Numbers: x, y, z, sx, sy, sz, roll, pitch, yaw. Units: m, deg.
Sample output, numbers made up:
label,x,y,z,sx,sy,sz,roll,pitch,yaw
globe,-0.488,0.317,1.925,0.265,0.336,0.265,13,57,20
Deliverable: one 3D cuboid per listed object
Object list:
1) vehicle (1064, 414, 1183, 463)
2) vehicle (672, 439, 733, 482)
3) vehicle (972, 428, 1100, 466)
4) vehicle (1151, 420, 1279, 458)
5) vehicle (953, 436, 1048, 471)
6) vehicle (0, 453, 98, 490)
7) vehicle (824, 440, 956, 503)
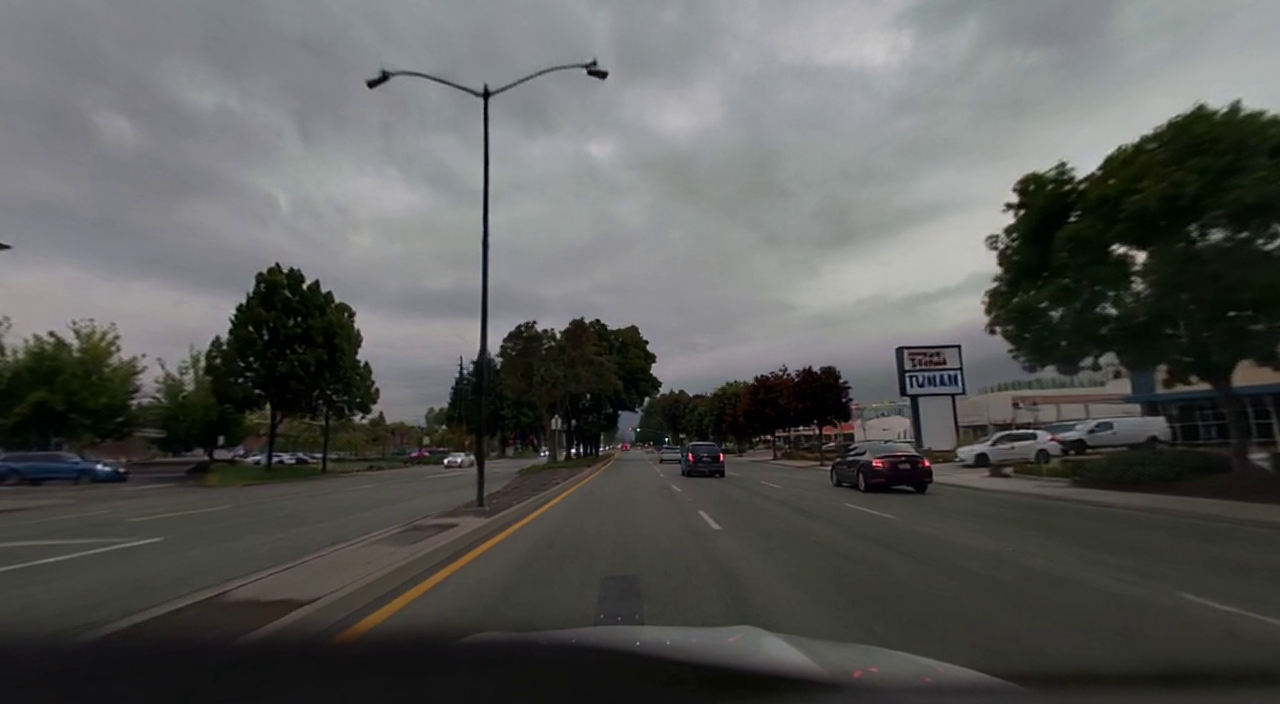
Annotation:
label,x,y,z,sx,sy,sz,roll,pitch,yaw
vehicle,28.185,5.135,37.067,2.438,2.602,5.677,0,-9,0
vehicle,2.618,4.696,27.455,2.161,1.676,4.151,0,-9,-1
vehicle,22.823,5.536,36.818,2.858,2.005,6.831,0,-8,-2
vehicle,33.390,5.137,36.751,2.307,2.019,5.604,0,-9,-1
vehicle,18.687,5.272,32.759,3.719,1.537,1.807,-3,-9,-1
vehicle,-33.691,6.612,35.213,1.999,1.834,4.697,-1,-9,9
vehicle,6.788,3.268,17.653,1.886,1.528,4.169,0,-9,-1
